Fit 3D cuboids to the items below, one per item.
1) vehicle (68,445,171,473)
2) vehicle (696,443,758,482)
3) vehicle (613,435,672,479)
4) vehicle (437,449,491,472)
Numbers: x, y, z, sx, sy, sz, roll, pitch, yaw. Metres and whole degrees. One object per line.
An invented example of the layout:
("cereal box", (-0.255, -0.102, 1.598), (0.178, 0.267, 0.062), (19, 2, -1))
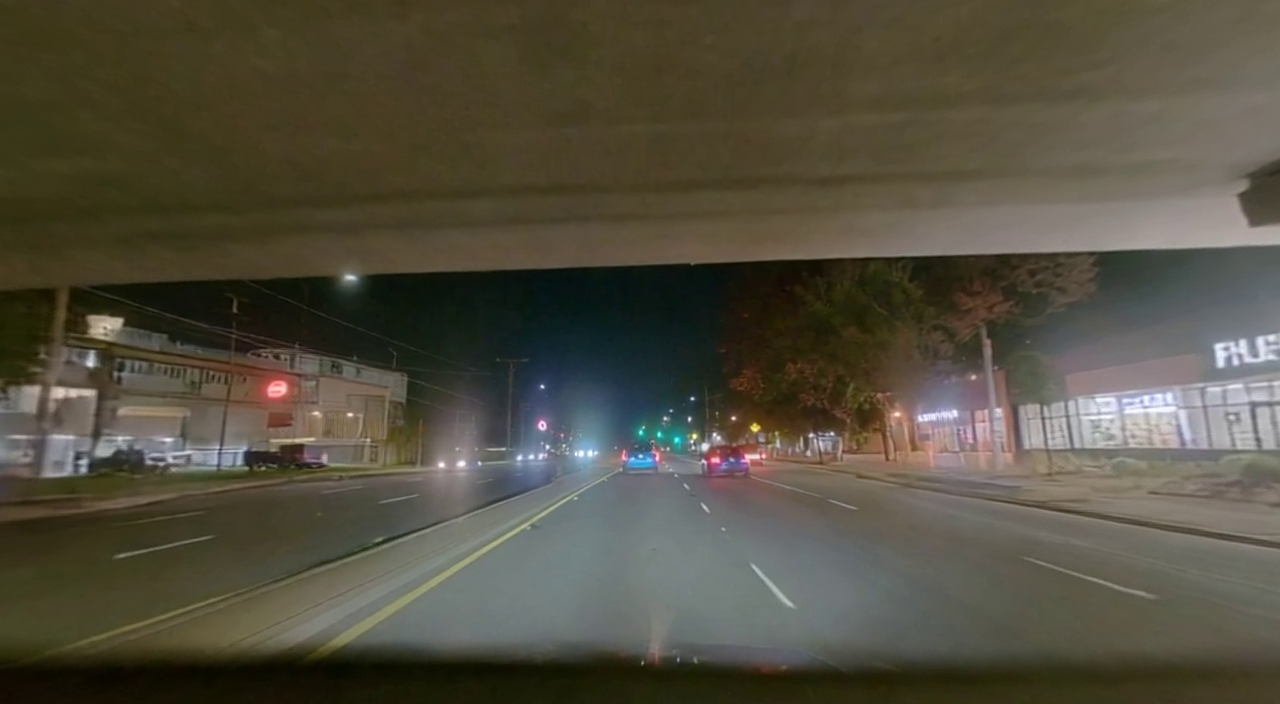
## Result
("vehicle", (-33.612, 6.910, 40.836), (4.540, 1.717, 2.066), (2, -9, -13))
("vehicle", (3.556, 4.594, 26.568), (1.954, 1.479, 4.557), (0, -9, 0))
("vehicle", (0.168, 4.713, 28.465), (2.441, 1.813, 4.581), (0, -9, 1))
("vehicle", (-12.548, 7.743, 45.225), (1.995, 1.472, 4.704), (-1, -9, 8))
